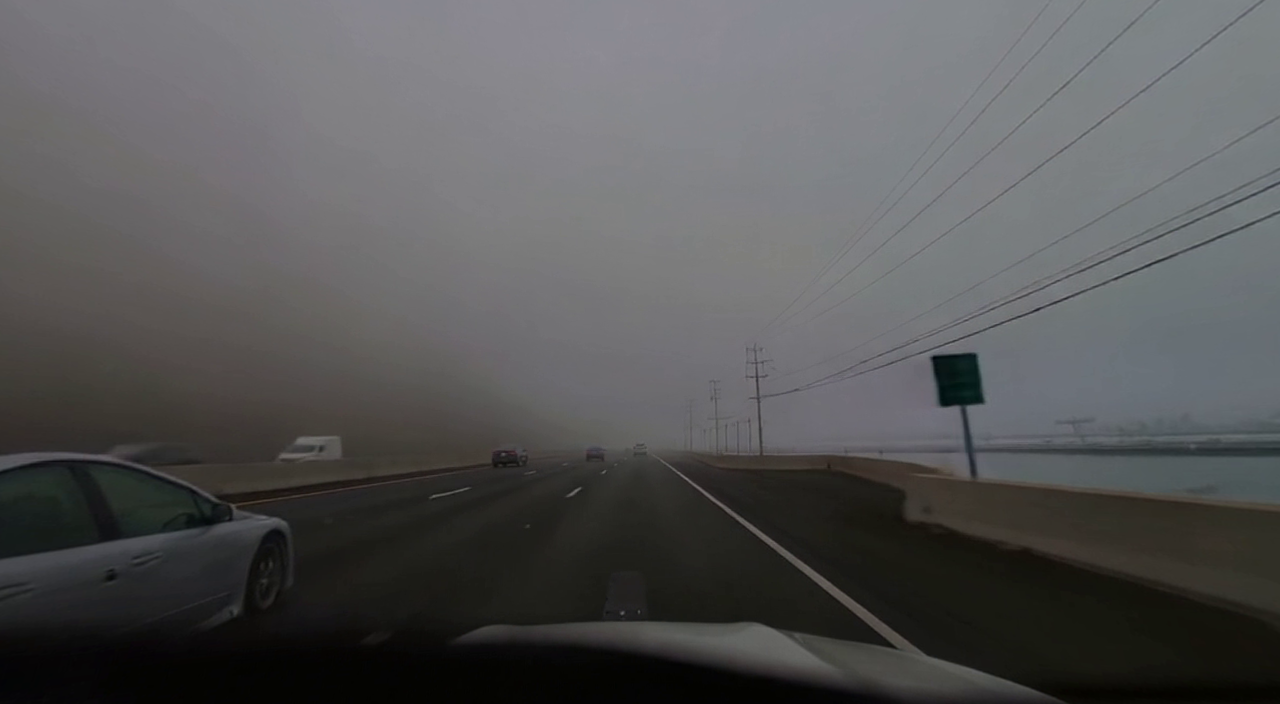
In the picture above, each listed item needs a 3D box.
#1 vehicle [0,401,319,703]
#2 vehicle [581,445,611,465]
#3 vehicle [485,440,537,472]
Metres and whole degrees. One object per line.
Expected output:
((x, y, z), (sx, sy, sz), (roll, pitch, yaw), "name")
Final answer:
((-3.630, 0.995, 2.812), (2.015, 1.501, 4.454), (0, -8, 1), "vehicle")
((-3.417, 8.082, 49.659), (1.957, 1.494, 4.207), (0, -8, 1), "vehicle")
((-7.414, 6.036, 36.816), (2.050, 1.717, 4.418), (0, -8, 1), "vehicle")
